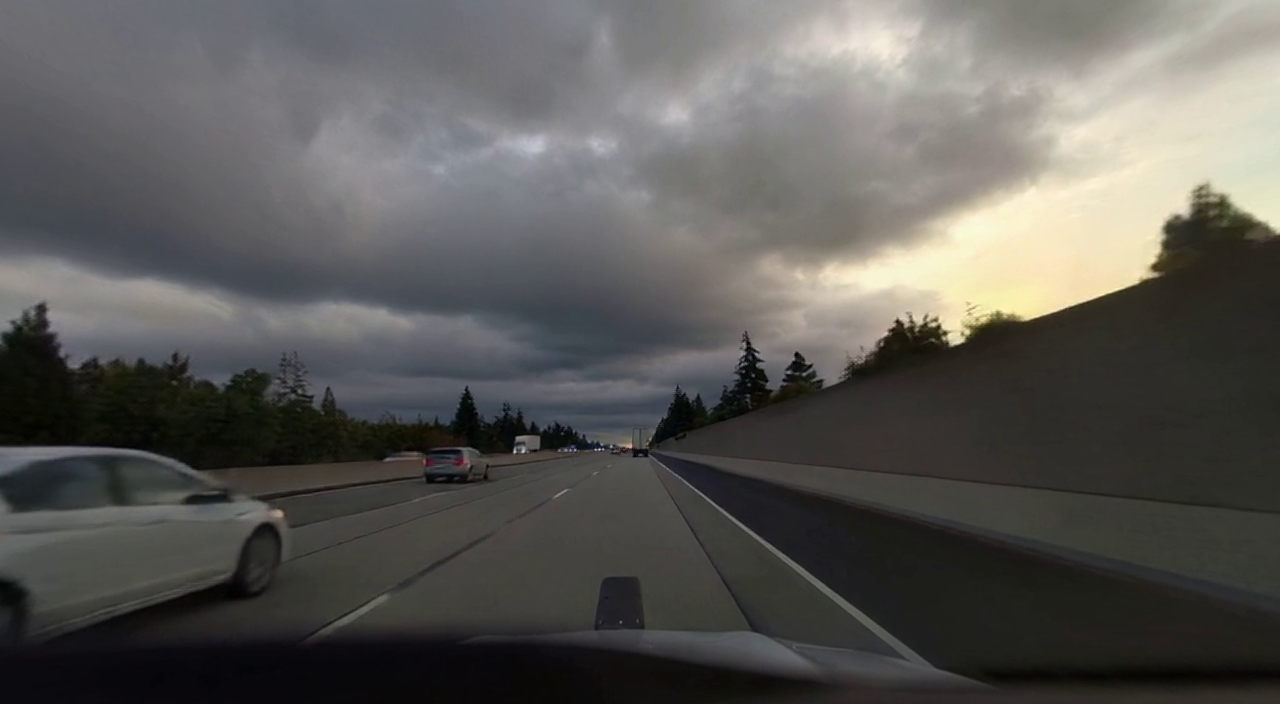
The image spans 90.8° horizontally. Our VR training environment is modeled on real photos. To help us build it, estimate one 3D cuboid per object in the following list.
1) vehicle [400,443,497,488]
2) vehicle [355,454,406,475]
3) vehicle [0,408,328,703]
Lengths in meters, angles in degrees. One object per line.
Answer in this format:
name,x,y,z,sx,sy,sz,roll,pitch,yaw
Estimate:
vehicle,-7.425,4.462,25.083,2.179,1.577,5.070,0,-9,1
vehicle,-19.245,8.372,46.978,1.892,1.447,4.377,0,-9,1
vehicle,-3.873,1.190,3.937,1.893,1.521,3.742,0,-9,0
